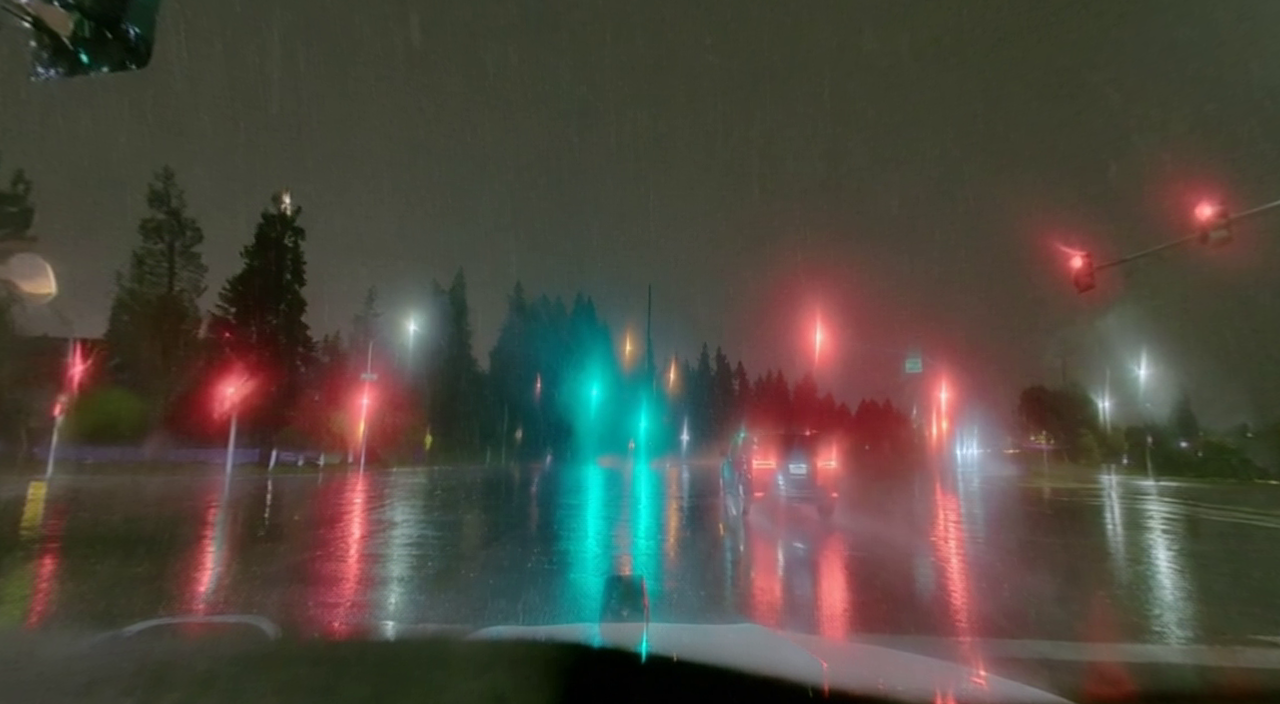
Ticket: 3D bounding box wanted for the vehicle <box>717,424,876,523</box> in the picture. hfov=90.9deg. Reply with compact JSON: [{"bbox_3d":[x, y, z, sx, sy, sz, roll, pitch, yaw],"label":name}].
[{"bbox_3d":[2.999,2.456,13.337,2.150,1.706,4.754,0,-8,0],"label":"vehicle"}]
